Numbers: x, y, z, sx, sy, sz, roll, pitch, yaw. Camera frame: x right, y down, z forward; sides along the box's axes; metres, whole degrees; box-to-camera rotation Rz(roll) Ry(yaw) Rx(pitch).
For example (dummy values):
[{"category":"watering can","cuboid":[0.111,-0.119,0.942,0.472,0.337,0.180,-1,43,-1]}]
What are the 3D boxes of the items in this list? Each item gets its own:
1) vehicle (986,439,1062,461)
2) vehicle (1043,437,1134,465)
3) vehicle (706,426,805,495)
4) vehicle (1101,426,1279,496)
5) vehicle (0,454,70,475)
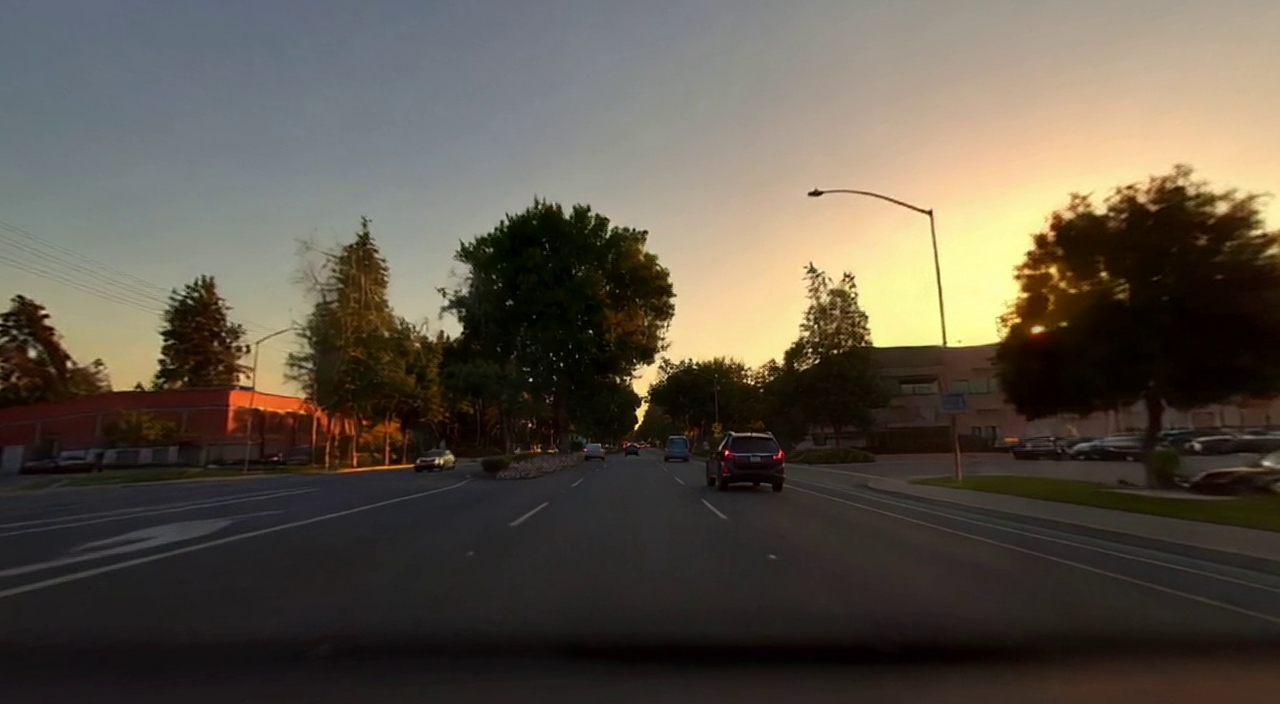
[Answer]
[{"category":"vehicle","cuboid":[30.280,7.734,49.890,4.607,1.683,2.217,1,-9,-8]},{"category":"vehicle","cuboid":[31.122,6.837,43.894,5.111,1.834,2.093,1,-8,-11]},{"category":"vehicle","cuboid":[3.284,3.200,18.942,2.060,1.816,4.343,0,-8,-1]},{"category":"vehicle","cuboid":[15.836,2.950,17.436,4.682,1.635,2.053,-2,-9,-6]},{"category":"vehicle","cuboid":[-46.094,8.567,48.109,3.642,1.477,1.634,0,-9,-1]}]
